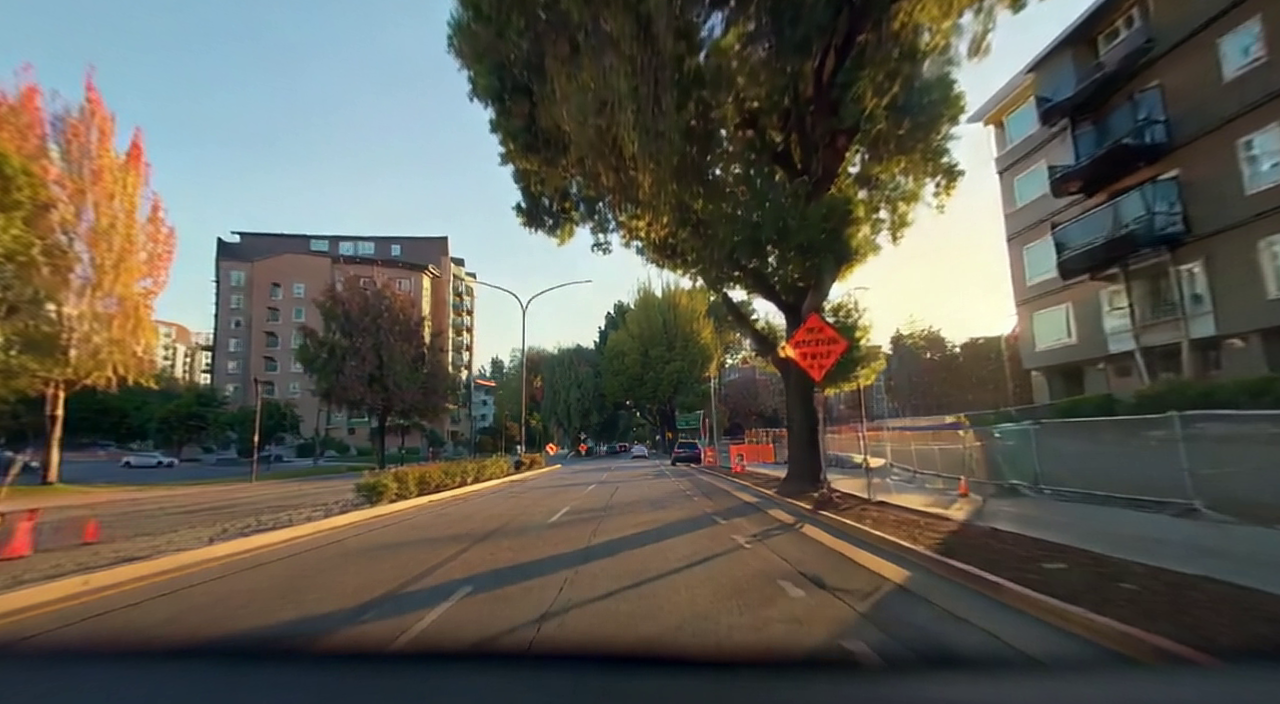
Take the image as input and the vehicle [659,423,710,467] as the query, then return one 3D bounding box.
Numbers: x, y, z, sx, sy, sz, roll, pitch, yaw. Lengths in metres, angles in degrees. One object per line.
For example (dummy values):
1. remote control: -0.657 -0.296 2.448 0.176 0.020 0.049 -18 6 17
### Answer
1. vehicle: 2.861 6.134 41.683 2.849 2.686 3.176 -1 -8 -4
